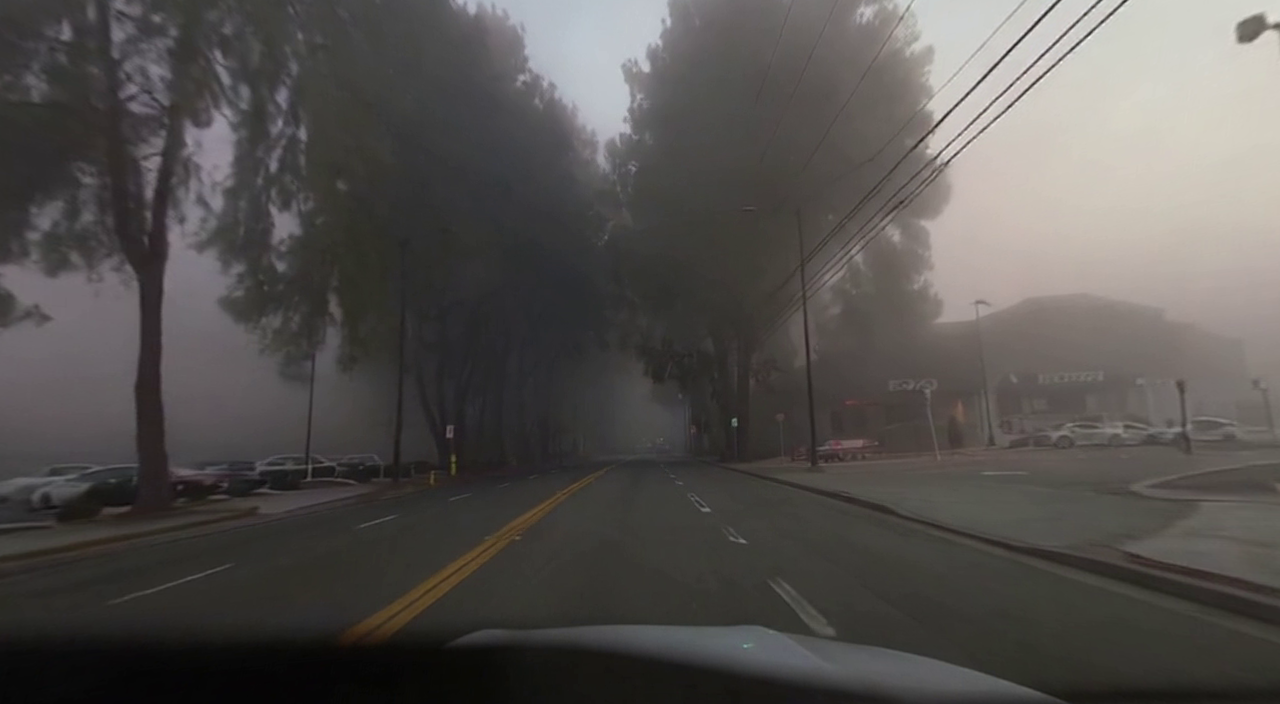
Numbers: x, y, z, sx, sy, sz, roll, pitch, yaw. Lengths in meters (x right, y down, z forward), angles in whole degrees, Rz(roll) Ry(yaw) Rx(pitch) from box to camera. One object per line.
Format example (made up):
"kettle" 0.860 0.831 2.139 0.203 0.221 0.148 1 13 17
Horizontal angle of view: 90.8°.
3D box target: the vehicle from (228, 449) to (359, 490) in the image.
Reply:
"vehicle" -15.289 5.189 28.044 4.579 1.701 2.033 -1 -9 1

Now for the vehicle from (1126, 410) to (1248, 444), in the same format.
"vehicle" 32.269 4.468 37.382 5.318 1.849 2.058 0 -9 -2

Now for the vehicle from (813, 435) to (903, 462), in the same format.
"vehicle" 12.136 5.398 35.420 4.404 1.445 1.844 -2 -9 8

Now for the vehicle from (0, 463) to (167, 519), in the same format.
"vehicle" -15.877 3.874 17.752 3.771 1.404 1.639 0 -9 -2

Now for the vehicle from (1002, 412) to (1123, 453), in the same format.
"vehicle" 24.968 4.811 37.501 5.444 1.901 2.250 -5 -8 0
